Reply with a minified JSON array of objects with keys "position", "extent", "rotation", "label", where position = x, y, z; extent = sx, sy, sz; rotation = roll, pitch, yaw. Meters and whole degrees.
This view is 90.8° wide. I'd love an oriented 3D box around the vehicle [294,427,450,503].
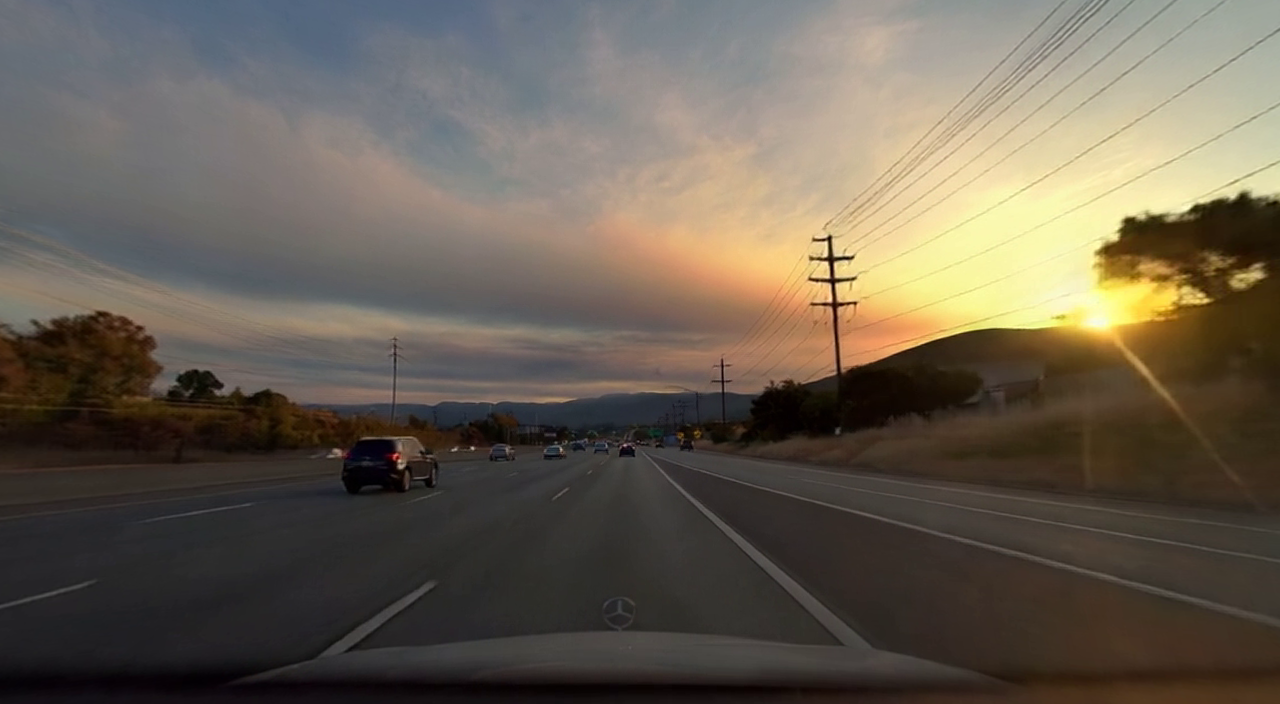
[{"position":[-7.205,3.101,17.797],"extent":[2.115,1.799,5.444],"rotation":[0,-9,-1],"label":"vehicle"}]
